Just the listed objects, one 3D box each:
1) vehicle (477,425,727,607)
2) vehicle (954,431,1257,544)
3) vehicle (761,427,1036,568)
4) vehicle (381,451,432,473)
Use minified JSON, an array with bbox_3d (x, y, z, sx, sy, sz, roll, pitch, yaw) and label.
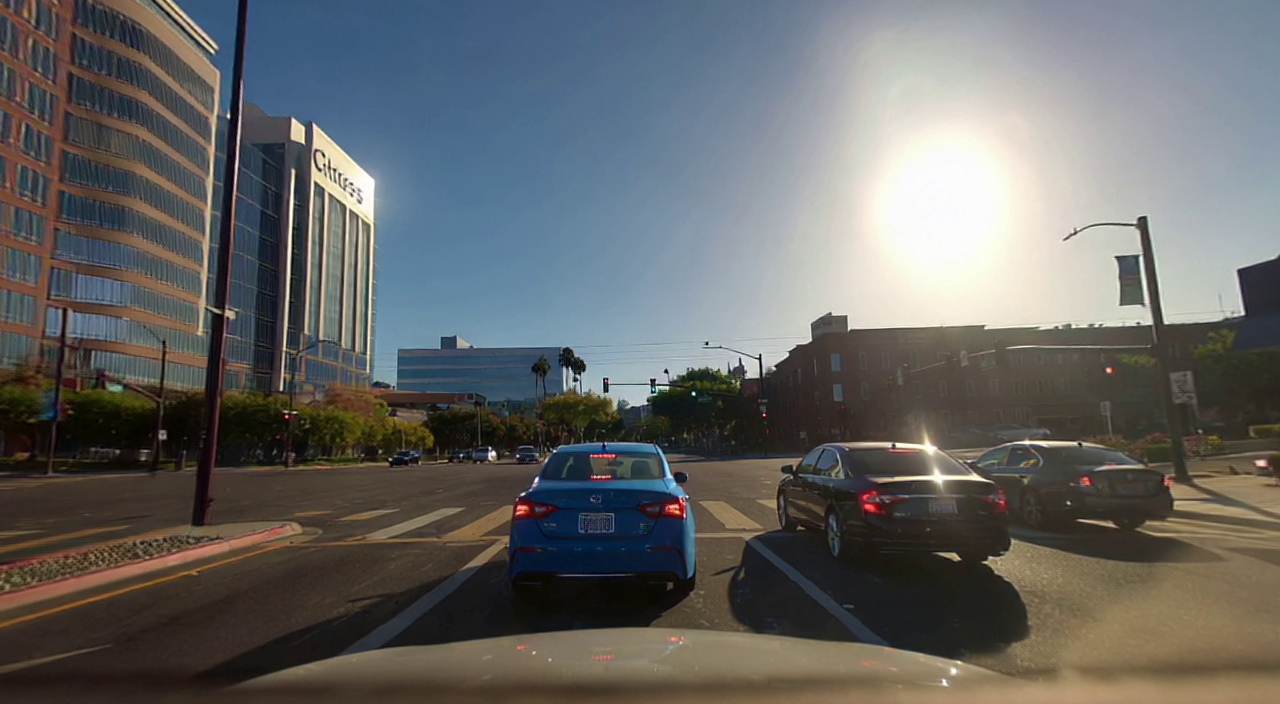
[{"bbox_3d":[-0.362,1.655,7.292,2.059,1.477,3.988,0,-8,-1],"label":"vehicle"},{"bbox_3d":[7.451,2.166,10.788,1.908,1.517,4.182,0,-8,-1],"label":"vehicle"},{"bbox_3d":[3.221,1.889,8.973,2.042,1.508,4.109,0,-8,-2],"label":"vehicle"},{"bbox_3d":[-17.038,8.027,46.307,2.048,1.463,4.530,0,-8,-1],"label":"vehicle"}]
